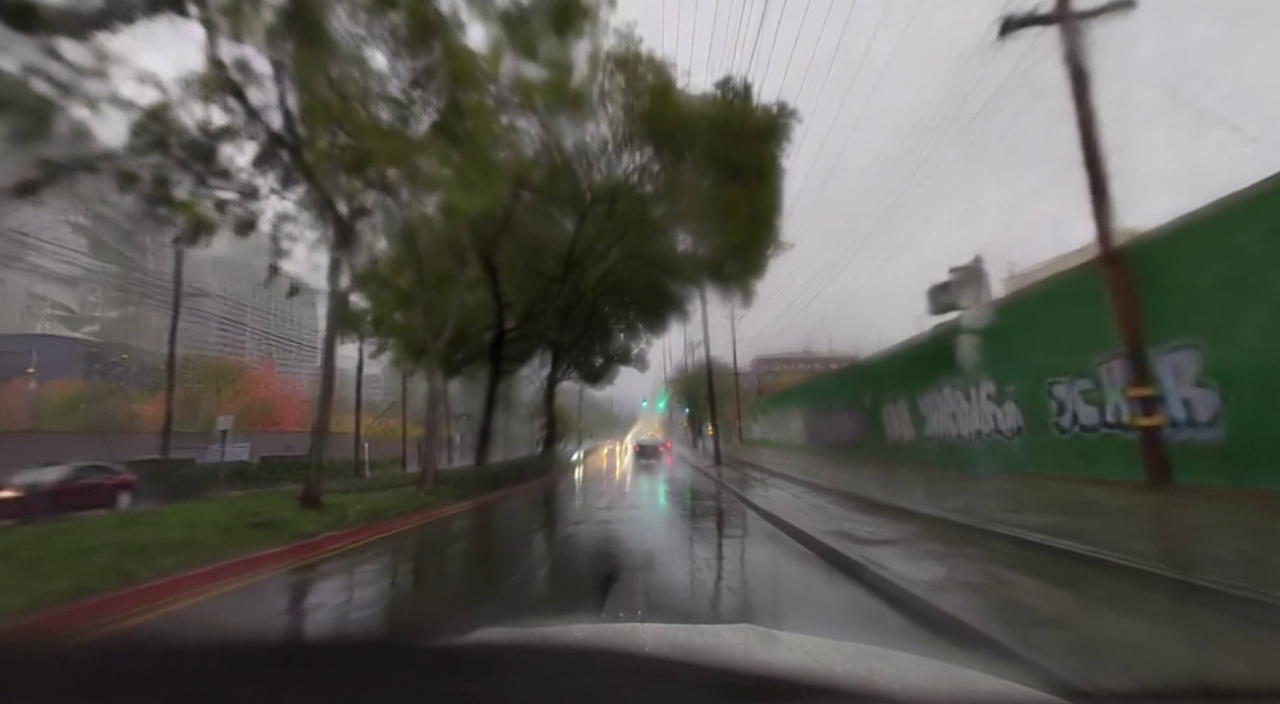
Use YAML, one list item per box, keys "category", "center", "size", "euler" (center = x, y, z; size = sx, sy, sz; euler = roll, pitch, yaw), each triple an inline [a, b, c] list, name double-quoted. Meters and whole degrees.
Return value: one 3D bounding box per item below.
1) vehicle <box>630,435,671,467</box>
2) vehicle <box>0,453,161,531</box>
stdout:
- category: "vehicle"
  center: [0.616, 5.309, 34.109]
  size: [2.105, 1.611, 3.750]
  euler: [0, -8, 2]
- category: "vehicle"
  center: [-15.860, 3.762, 17.335]
  size: [1.952, 1.698, 4.493]
  euler: [-5, -8, 1]
